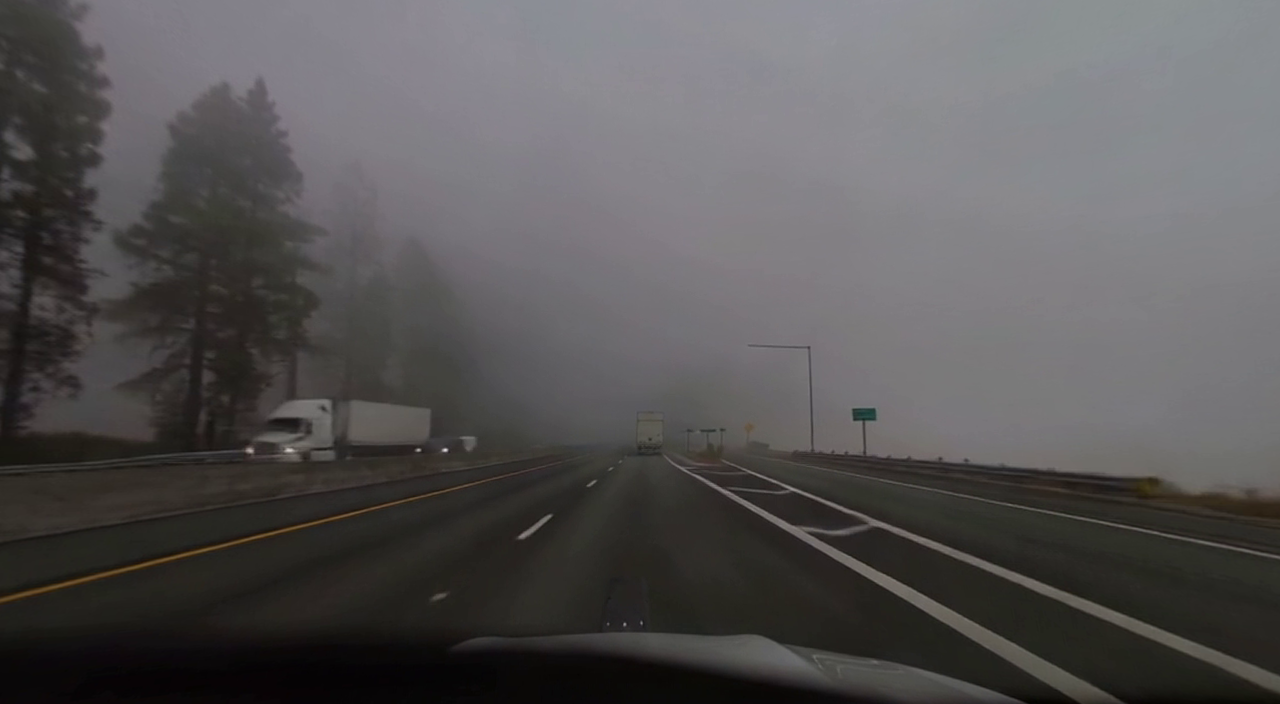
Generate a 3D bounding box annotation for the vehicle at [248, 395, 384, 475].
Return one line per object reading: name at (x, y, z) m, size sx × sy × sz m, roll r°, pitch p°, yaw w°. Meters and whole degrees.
vehicle at (-17.592, 4.662, 35.144) m, size 2.932 × 3.872 × 8.603 m, roll 0°, pitch -8°, yaw 0°

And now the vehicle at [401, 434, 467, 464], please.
vehicle at (-13.013, 6.176, 40.307) m, size 2.292 × 1.721 × 5.657 m, roll 0°, pitch -8°, yaw 0°
